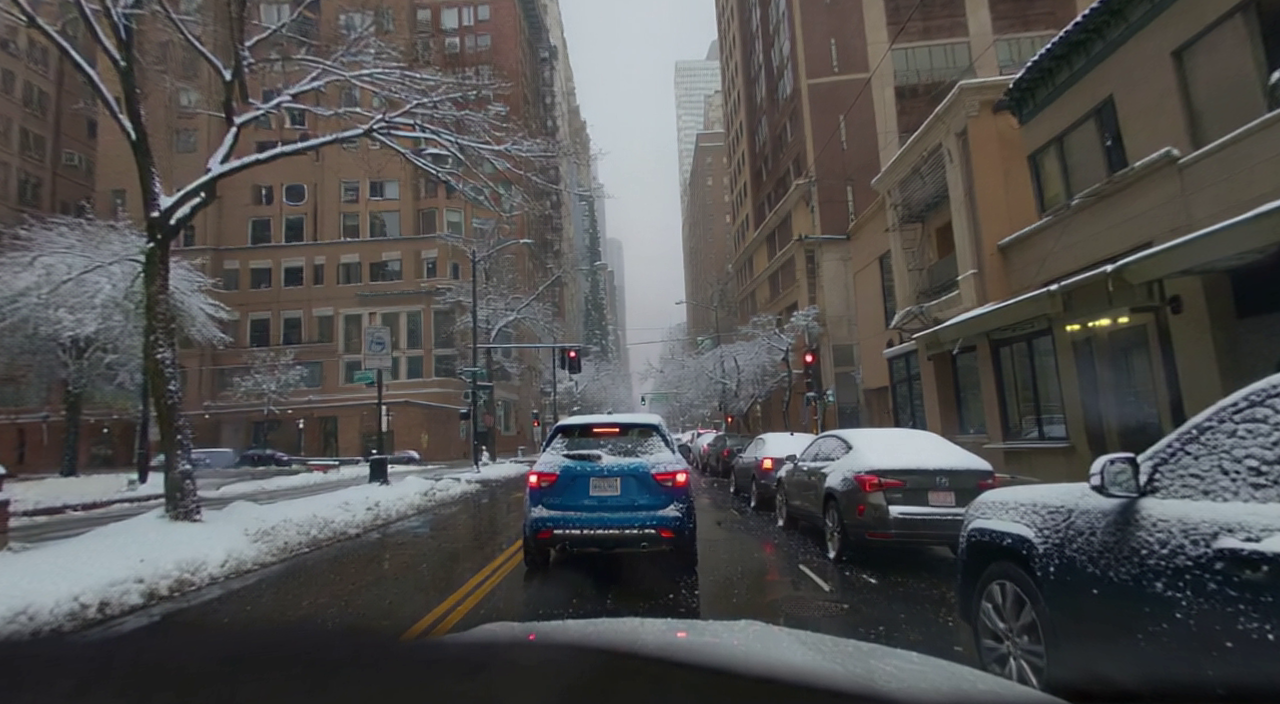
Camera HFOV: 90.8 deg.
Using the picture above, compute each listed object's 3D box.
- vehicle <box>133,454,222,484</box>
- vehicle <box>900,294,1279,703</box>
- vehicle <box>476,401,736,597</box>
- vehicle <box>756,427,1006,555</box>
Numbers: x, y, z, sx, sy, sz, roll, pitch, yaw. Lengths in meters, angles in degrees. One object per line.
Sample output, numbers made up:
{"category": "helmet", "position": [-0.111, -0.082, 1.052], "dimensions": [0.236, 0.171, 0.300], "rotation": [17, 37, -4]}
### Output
{"category": "vehicle", "position": [-25.841, 6.537, 35.552], "dimensions": [1.960, 1.459, 4.699], "rotation": [1, -9, -8]}
{"category": "vehicle", "position": [2.995, 0.753, 2.245], "dimensions": [2.063, 1.760, 4.664], "rotation": [0, -9, -1]}
{"category": "vehicle", "position": [-0.346, 1.588, 7.618], "dimensions": [2.249, 1.684, 4.084], "rotation": [0, -9, -1]}
{"category": "vehicle", "position": [3.270, 1.990, 9.799], "dimensions": [1.941, 1.482, 4.632], "rotation": [0, -9, -2]}
